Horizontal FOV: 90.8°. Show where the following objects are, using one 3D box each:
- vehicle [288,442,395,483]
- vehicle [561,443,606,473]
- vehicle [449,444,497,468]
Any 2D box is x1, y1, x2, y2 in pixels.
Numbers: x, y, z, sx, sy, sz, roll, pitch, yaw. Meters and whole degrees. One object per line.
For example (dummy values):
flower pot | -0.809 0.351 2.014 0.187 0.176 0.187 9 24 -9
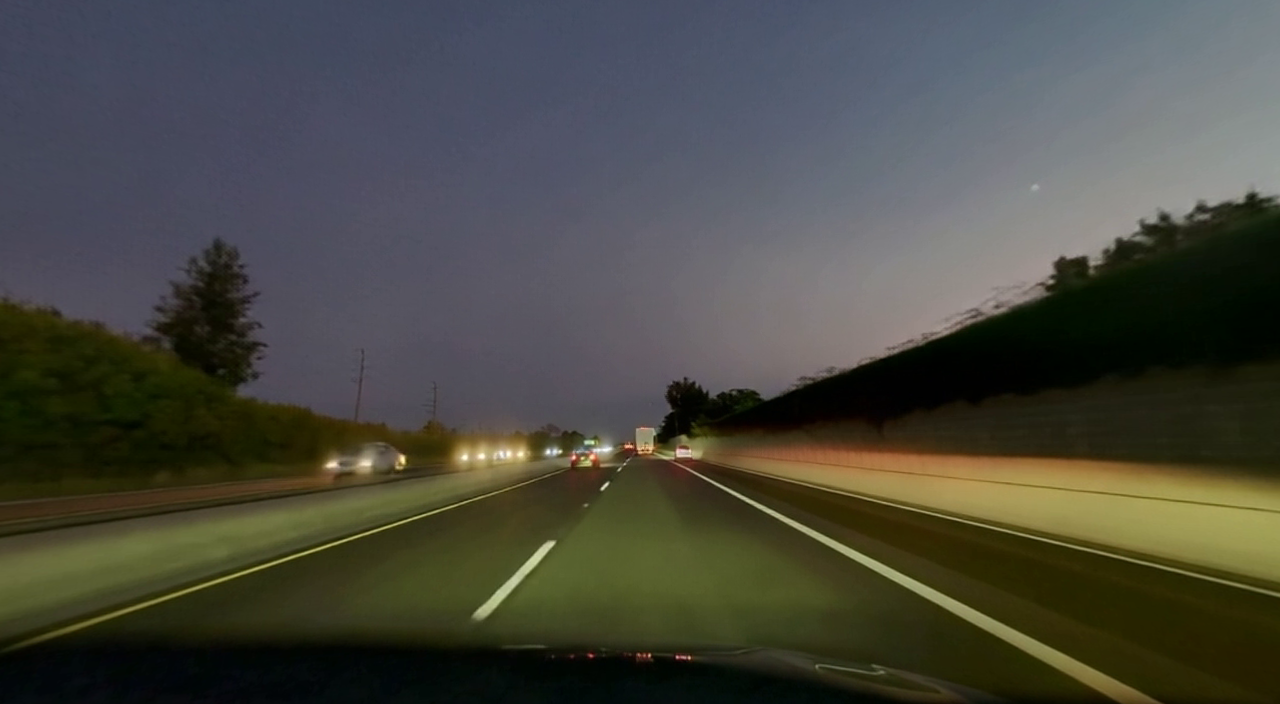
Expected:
vehicle | -12.165 4.521 26.101 2.010 1.546 4.735 0 -9 1
vehicle | -3.018 5.766 34.518 2.020 1.475 4.434 0 -9 1
vehicle | -11.546 7.208 43.846 1.931 1.501 4.621 0 -9 2
